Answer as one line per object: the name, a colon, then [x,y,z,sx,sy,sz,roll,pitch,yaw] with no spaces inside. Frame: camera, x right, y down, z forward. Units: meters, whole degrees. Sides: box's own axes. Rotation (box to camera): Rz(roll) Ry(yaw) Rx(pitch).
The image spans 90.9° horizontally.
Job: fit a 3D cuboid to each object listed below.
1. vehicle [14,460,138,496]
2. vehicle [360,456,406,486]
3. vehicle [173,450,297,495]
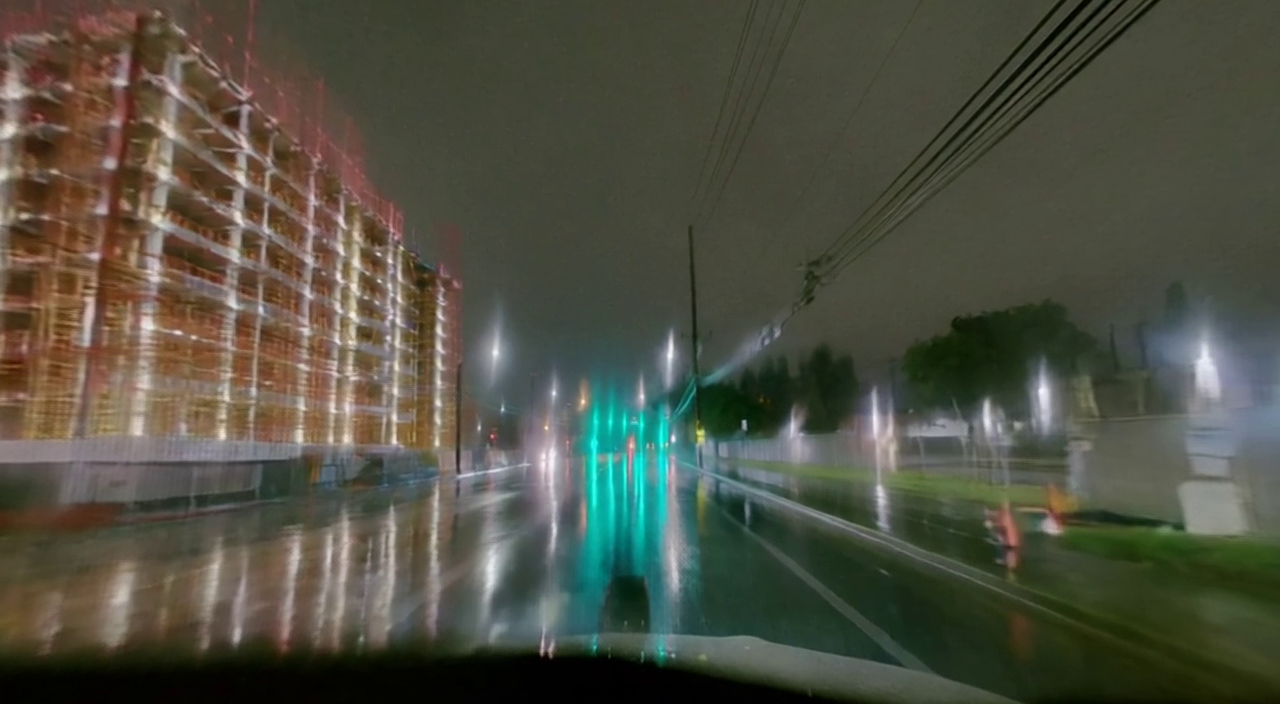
vehicle: [-26.386,5.887,29.560,3.998,1.574,1.889,0,-9,2]
vehicle: [-15.645,7.168,38.245,2.002,1.683,4.664,5,-11,-28]
vehicle: [-20.300,6.032,31.748,4.712,1.927,2.237,-3,-10,0]
